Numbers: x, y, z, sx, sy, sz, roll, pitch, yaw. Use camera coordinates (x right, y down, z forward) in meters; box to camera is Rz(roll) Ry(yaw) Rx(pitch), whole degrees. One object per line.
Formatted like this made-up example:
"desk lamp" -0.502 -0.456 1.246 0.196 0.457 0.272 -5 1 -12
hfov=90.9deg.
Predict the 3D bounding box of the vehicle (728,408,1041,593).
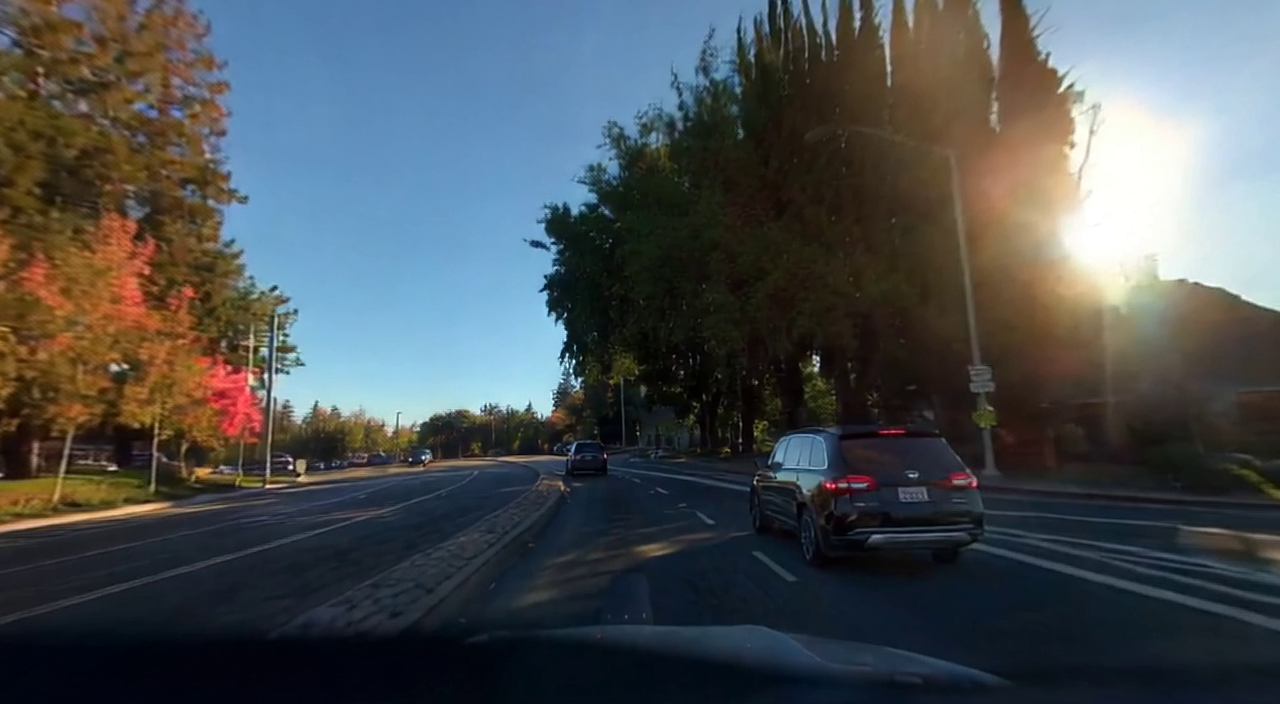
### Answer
"vehicle" 2.588 1.708 8.173 2.024 1.686 4.588 0 -9 -3

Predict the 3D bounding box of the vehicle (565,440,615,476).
"vehicle" -2.828 5.771 34.694 2.185 1.822 4.583 1 -9 -11

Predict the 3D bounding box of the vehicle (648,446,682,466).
"vehicle" 1.903 8.133 49.335 1.800 1.511 3.904 2 -9 -12
